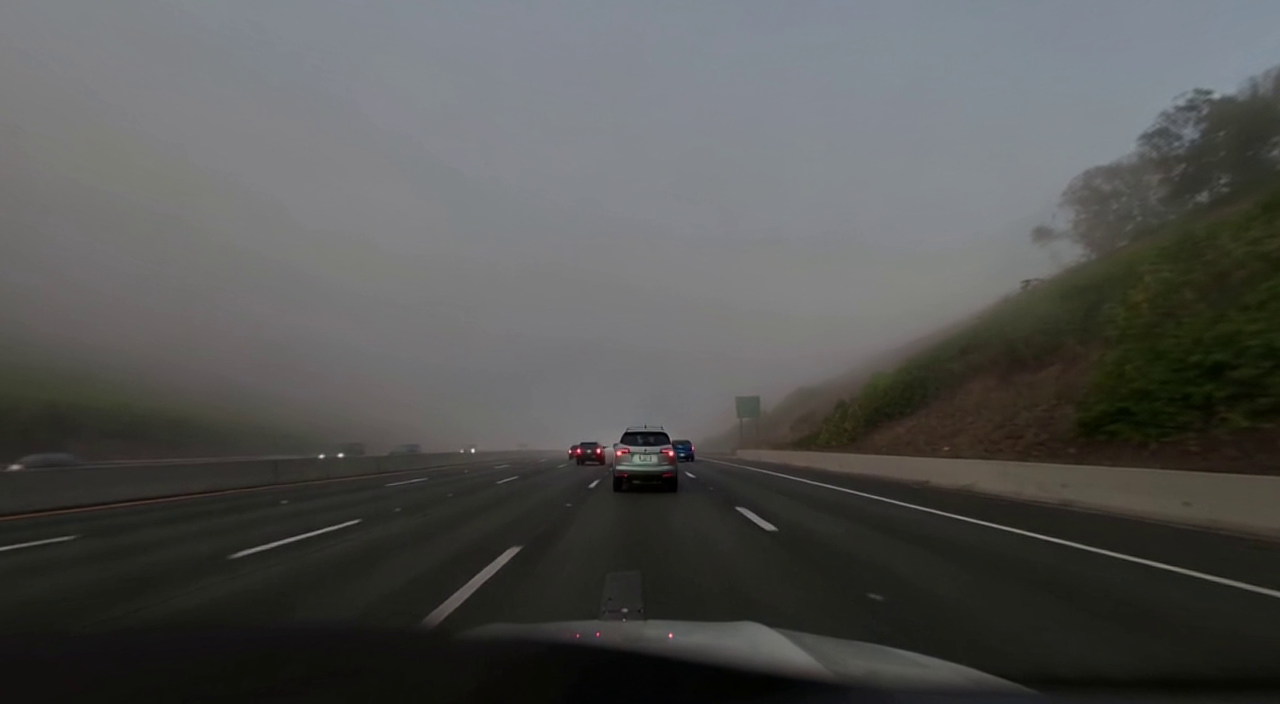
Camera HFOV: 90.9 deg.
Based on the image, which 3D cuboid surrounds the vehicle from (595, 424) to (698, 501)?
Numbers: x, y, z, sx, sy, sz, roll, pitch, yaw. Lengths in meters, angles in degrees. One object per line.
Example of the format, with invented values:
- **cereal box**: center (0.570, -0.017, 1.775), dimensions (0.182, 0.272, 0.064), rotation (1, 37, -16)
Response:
- **vehicle**: center (0.165, 2.952, 17.158), dimensions (2.447, 1.804, 4.273), rotation (0, -9, 0)

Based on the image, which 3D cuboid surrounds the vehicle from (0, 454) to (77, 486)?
- **vehicle**: center (-31.573, 5.936, 32.004), dimensions (1.911, 1.461, 4.375), rotation (0, -9, 0)
